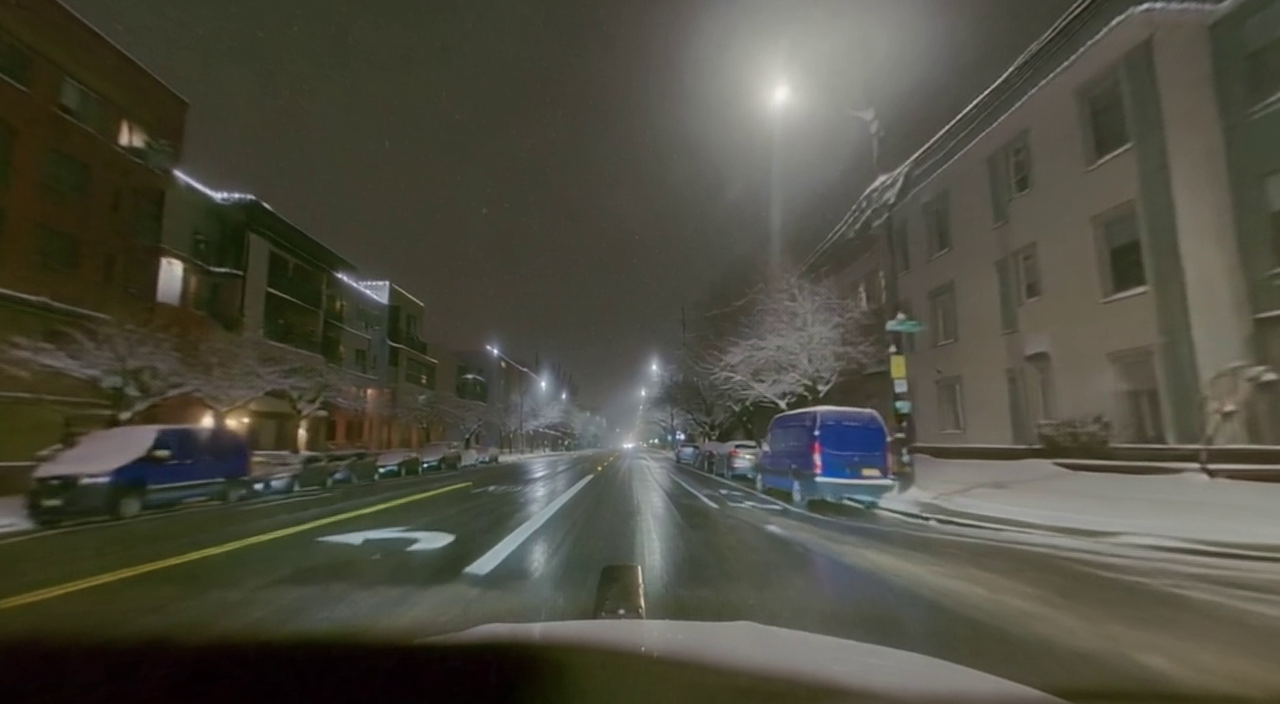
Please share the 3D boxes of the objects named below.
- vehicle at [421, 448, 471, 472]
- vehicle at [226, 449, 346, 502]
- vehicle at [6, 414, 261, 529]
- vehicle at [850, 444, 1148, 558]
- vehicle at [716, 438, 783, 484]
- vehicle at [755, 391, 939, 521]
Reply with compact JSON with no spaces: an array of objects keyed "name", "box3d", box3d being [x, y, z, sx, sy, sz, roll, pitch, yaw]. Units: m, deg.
[{"name":"vehicle","box3d":[-13.091,7.305,42.891,1.954,1.491,4.633,0,-8,-1]},{"name":"vehicle","box3d":[-12.484,4.335,22.677,1.892,1.472,4.523,-3,-7,-3]},{"name":"vehicle","box3d":[-12.646,2.933,16.487,2.164,2.386,5.460,-2,-7,-1]},{"name":"vehicle","box3d":[5.541,2.283,10.578,1.848,1.468,4.332,2,-9,-12]},{"name":"vehicle","box3d":[4.480,4.506,26.539,1.927,1.718,4.679,0,-8,0]},{"name":"vehicle","box3d":[4.831,2.575,16.081,2.414,2.670,5.833,1,-8,-3]}]
